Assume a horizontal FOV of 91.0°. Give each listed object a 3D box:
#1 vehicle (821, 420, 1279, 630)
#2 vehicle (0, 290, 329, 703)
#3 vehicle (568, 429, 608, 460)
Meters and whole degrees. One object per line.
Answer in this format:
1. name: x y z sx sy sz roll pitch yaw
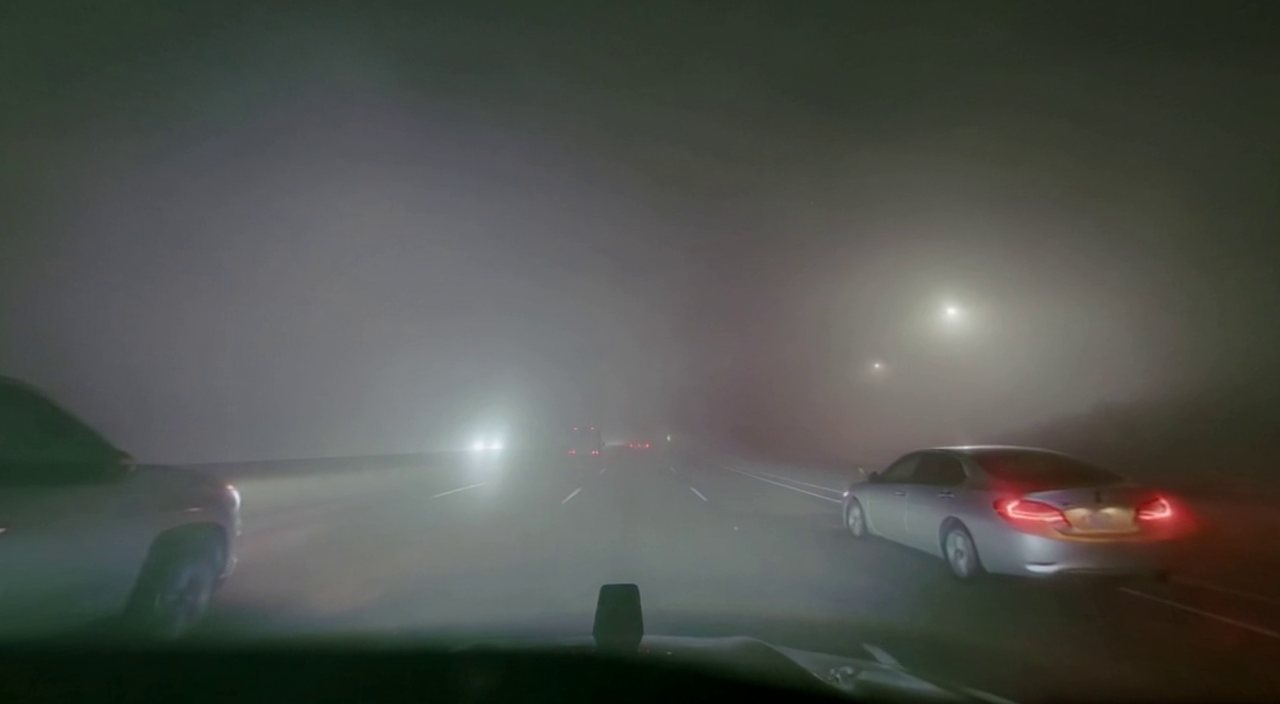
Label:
1. vehicle: 3.822 1.658 7.175 2.047 1.532 4.884 0 -9 0
2. vehicle: -3.641 0.633 2.082 2.285 1.853 5.564 0 -9 1
3. vehicle: -3.920 7.168 48.643 2.496 2.203 6.317 0 -9 1
